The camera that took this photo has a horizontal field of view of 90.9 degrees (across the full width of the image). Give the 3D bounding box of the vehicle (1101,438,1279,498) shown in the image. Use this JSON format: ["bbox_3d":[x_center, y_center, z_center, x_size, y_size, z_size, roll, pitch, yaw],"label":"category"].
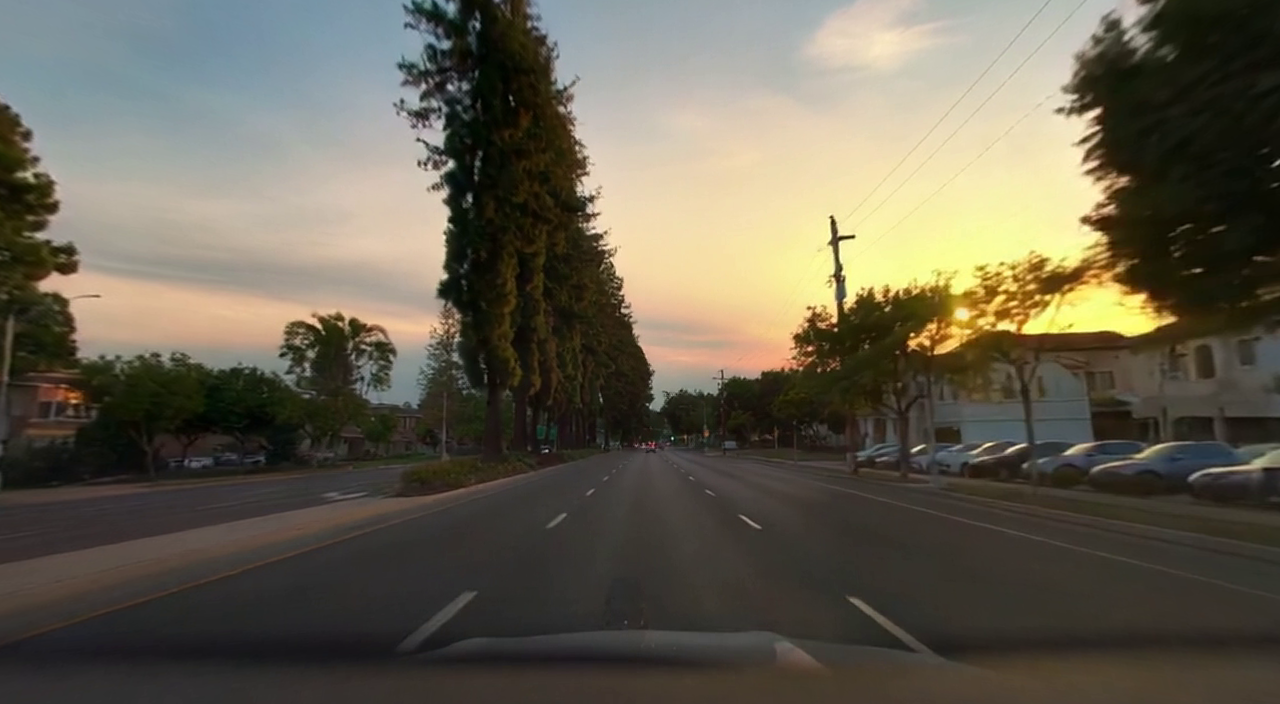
[{"bbox_3d":[15.568,3.073,16.940,4.794,1.480,1.995,0,-8,-1],"label":"vehicle"}]
